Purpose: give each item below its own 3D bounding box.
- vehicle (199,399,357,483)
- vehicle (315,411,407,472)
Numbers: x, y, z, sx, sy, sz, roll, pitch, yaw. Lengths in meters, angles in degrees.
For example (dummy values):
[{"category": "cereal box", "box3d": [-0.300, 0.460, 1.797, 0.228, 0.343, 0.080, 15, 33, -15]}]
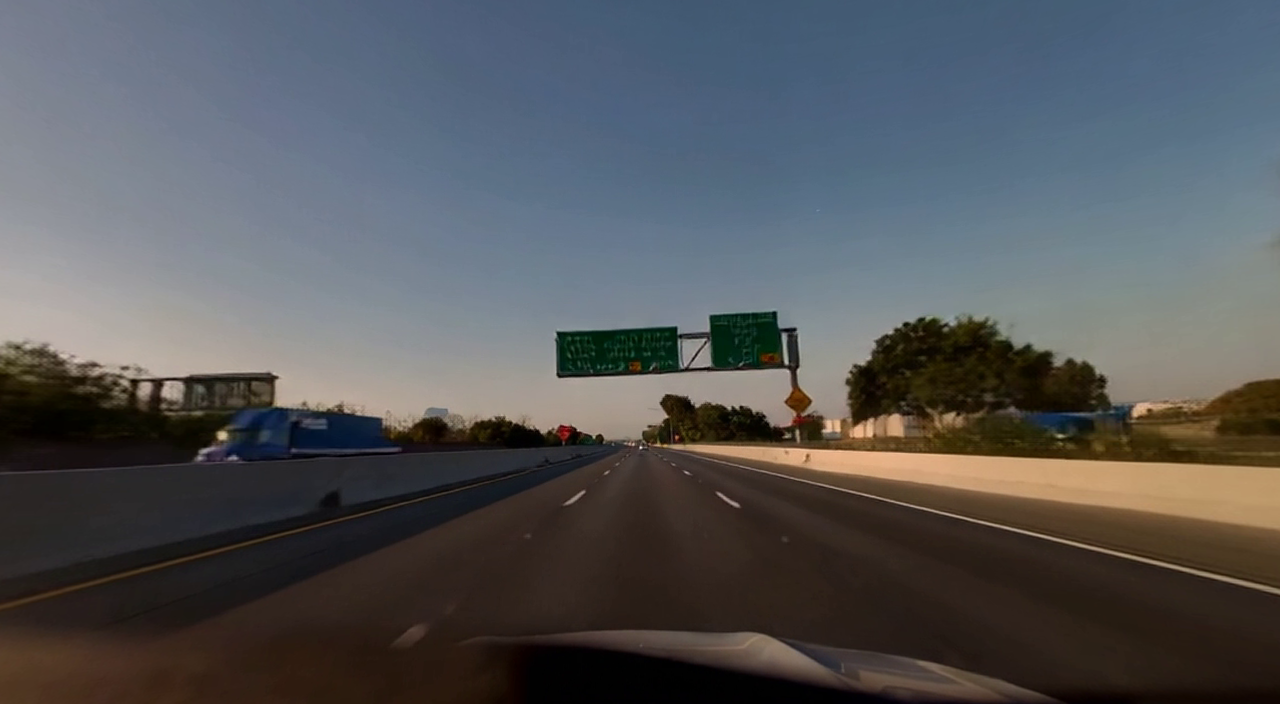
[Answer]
[{"category": "vehicle", "box3d": [-20.261, 5.141, 36.337, 2.981, 4.105, 10.065, 0, -8, 0]}, {"category": "vehicle", "box3d": [-20.211, 6.608, 46.261, 2.889, 4.041, 8.073, 0, -8, 0]}]
